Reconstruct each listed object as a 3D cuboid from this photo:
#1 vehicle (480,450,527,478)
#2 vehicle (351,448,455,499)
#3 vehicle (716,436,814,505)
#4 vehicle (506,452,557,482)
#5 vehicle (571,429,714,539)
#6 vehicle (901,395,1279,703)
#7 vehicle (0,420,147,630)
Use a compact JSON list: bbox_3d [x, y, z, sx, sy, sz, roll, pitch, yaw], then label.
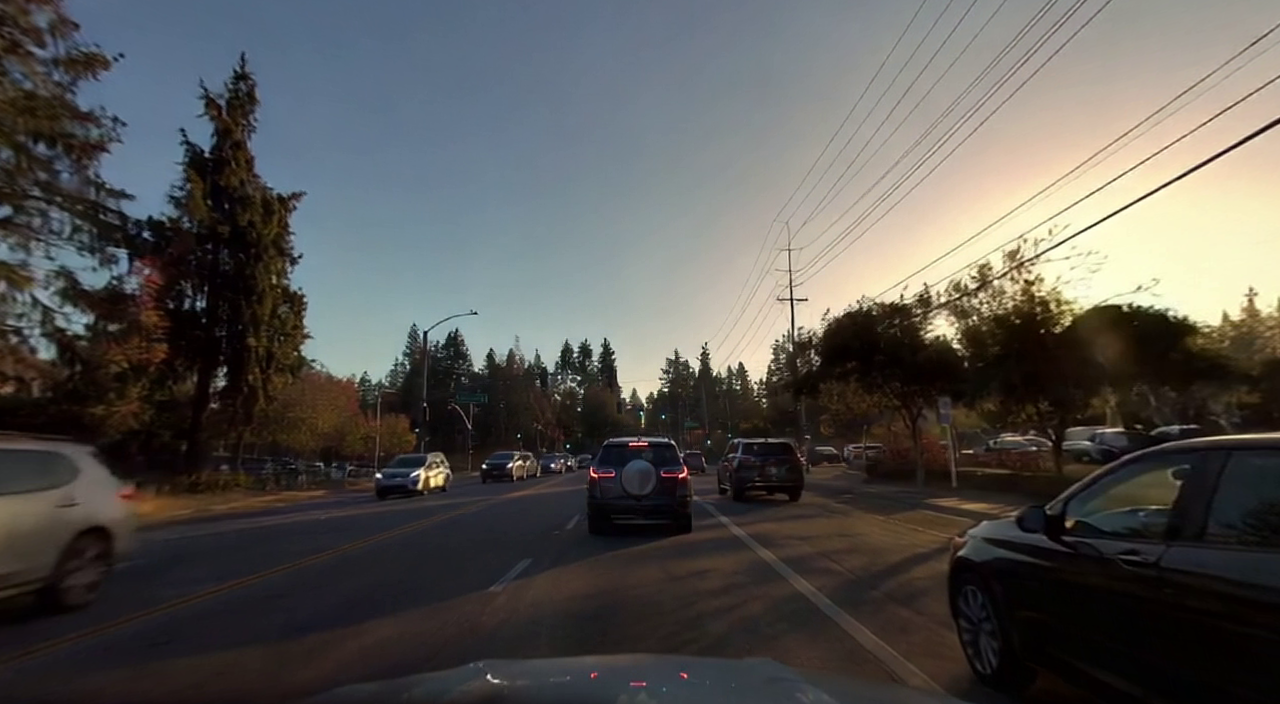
[{"bbox_3d":[-9.636,7.912,44.846,2.188,1.836,4.877,-1,-8,1],"label":"vehicle"},{"bbox_3d":[-9.469,4.866,25.814,2.086,1.850,5.349,-1,-8,1],"label":"vehicle"},{"bbox_3d":[3.361,3.257,17.754,1.914,1.698,4.049,0,-8,0],"label":"vehicle"},{"bbox_3d":[-5.916,6.313,34.831,1.974,1.466,4.427,0,-8,1],"label":"vehicle"},{"bbox_3d":[0.055,2.342,11.805,2.200,1.653,4.127,0,-8,1],"label":"vehicle"},{"bbox_3d":[2.884,0.963,2.456,1.950,1.487,4.275,0,-8,1],"label":"vehicle"},{"bbox_3d":[-6.426,1.337,4.514,2.218,1.722,4.397,0,-8,-1],"label":"vehicle"}]
